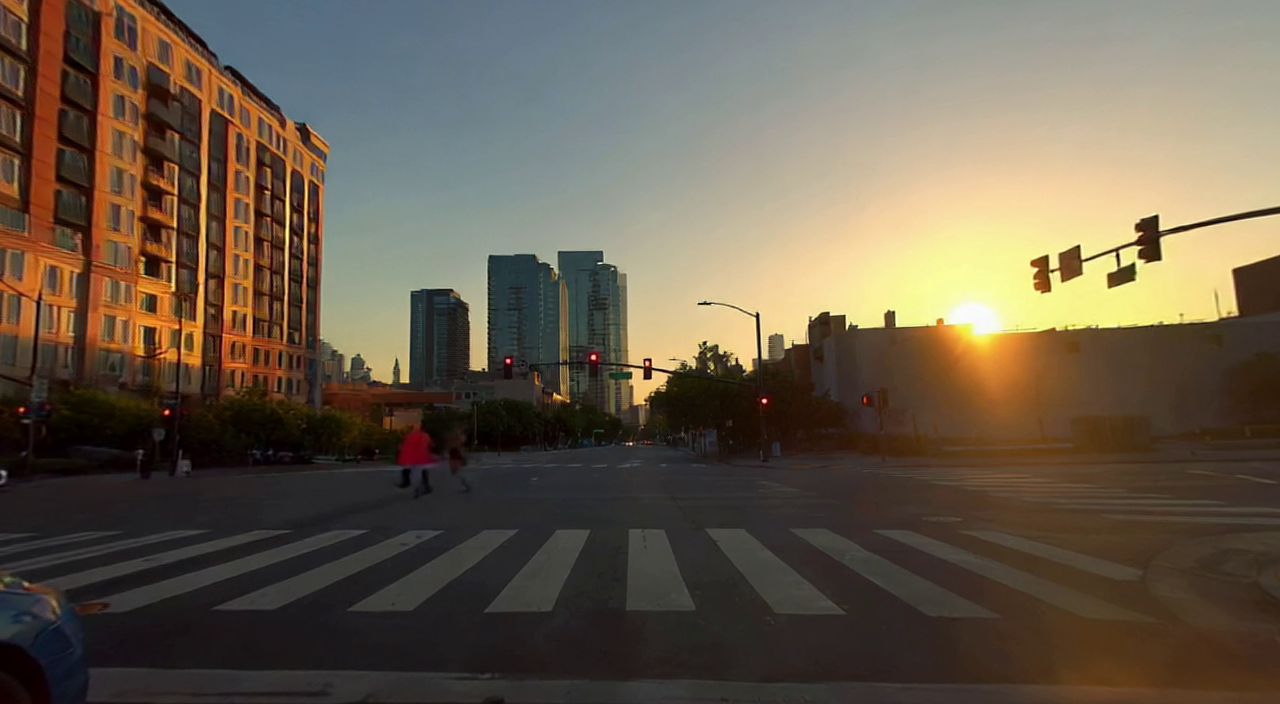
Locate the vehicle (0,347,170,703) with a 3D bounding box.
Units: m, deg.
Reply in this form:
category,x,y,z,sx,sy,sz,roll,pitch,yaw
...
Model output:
category,x,y,z,sx,sy,sz,roll,pitch,yaw
vehicle,-3.630,0.618,1.060,2.109,1.692,4.587,0,-8,0
